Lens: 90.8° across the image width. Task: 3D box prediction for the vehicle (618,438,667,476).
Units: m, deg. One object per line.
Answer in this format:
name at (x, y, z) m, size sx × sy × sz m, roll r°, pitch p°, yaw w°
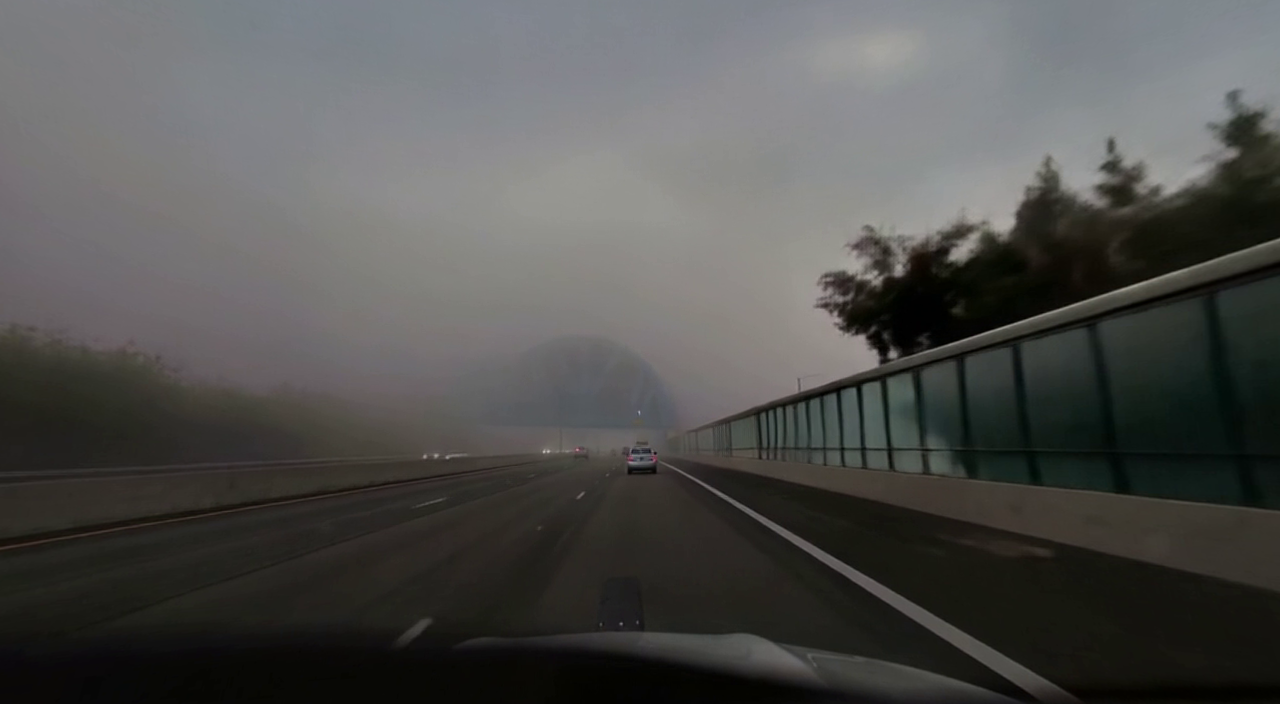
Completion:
vehicle at (0.081, 5.230, 31.507) m, size 2.299 × 1.716 × 4.579 m, roll 0°, pitch -9°, yaw -1°
